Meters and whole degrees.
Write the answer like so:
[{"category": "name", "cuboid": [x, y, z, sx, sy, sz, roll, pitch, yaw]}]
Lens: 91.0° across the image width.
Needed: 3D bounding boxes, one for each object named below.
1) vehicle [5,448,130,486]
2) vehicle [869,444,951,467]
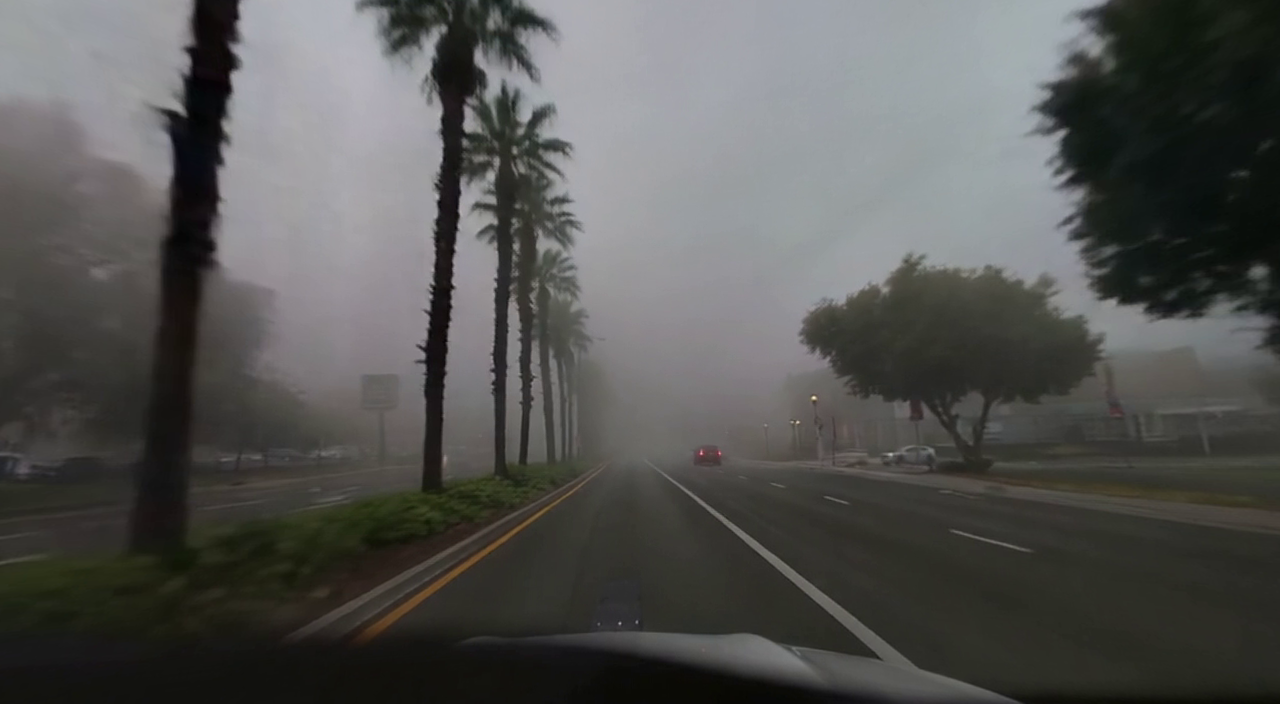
[{"category": "vehicle", "cuboid": [-26.539, 5.348, 29.428, 1.914, 1.581, 4.486, -1, -9, -6]}, {"category": "vehicle", "cuboid": [17.707, 6.781, 41.430, 4.526, 1.429, 1.815, 0, -8, 2]}]
